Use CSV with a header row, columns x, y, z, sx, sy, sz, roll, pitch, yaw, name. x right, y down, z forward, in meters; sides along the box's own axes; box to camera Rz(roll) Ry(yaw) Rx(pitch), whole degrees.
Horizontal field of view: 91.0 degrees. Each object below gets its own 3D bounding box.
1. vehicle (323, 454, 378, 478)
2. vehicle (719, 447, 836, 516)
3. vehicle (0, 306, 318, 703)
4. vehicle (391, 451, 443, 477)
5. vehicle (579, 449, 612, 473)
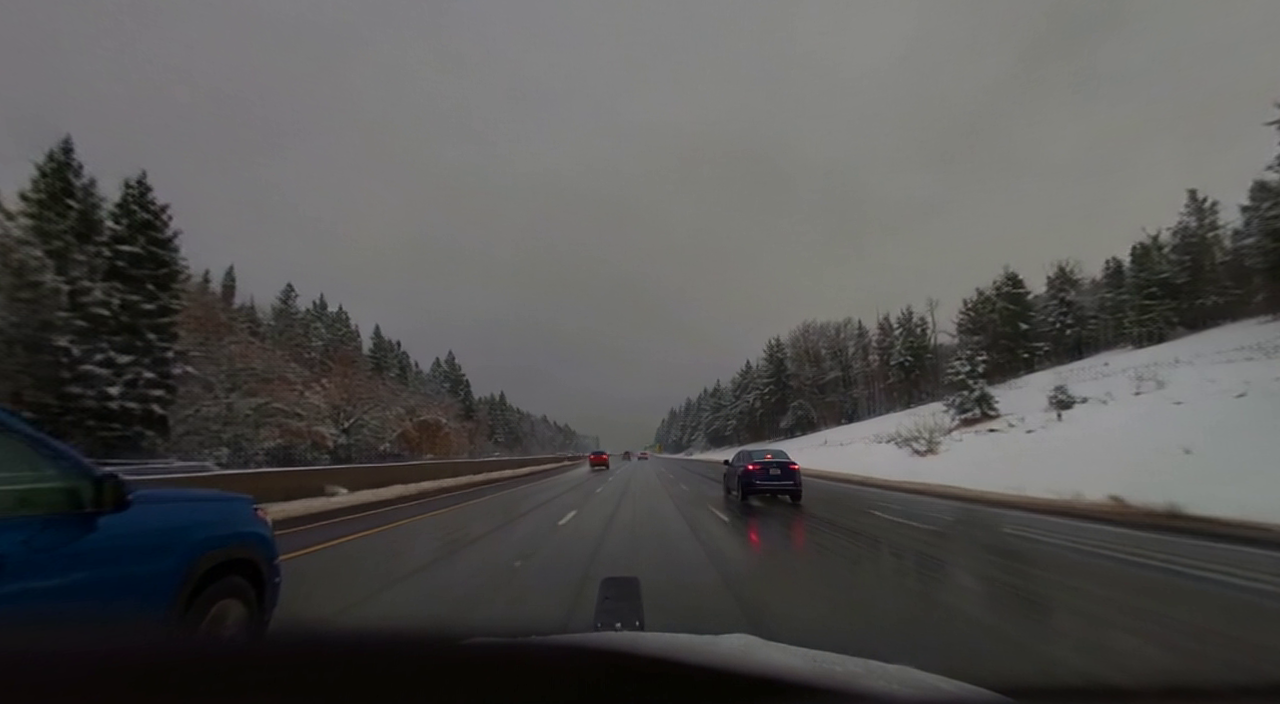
x,y,z,sx,sy,sz,roll,pitch,yaw,name
-21.366,8.402,46.694,1.883,1.620,4.473,0,-9,2,vehicle
3.272,3.161,15.905,1.979,1.486,4.125,0,-9,-1,vehicle
-3.170,0.688,1.773,2.137,1.756,4.453,0,-9,0,vehicle
-14.842,7.433,42.152,1.871,1.575,4.290,0,-9,1,vehicle
-3.084,7.634,44.505,2.030,1.563,4.389,0,-9,0,vehicle
